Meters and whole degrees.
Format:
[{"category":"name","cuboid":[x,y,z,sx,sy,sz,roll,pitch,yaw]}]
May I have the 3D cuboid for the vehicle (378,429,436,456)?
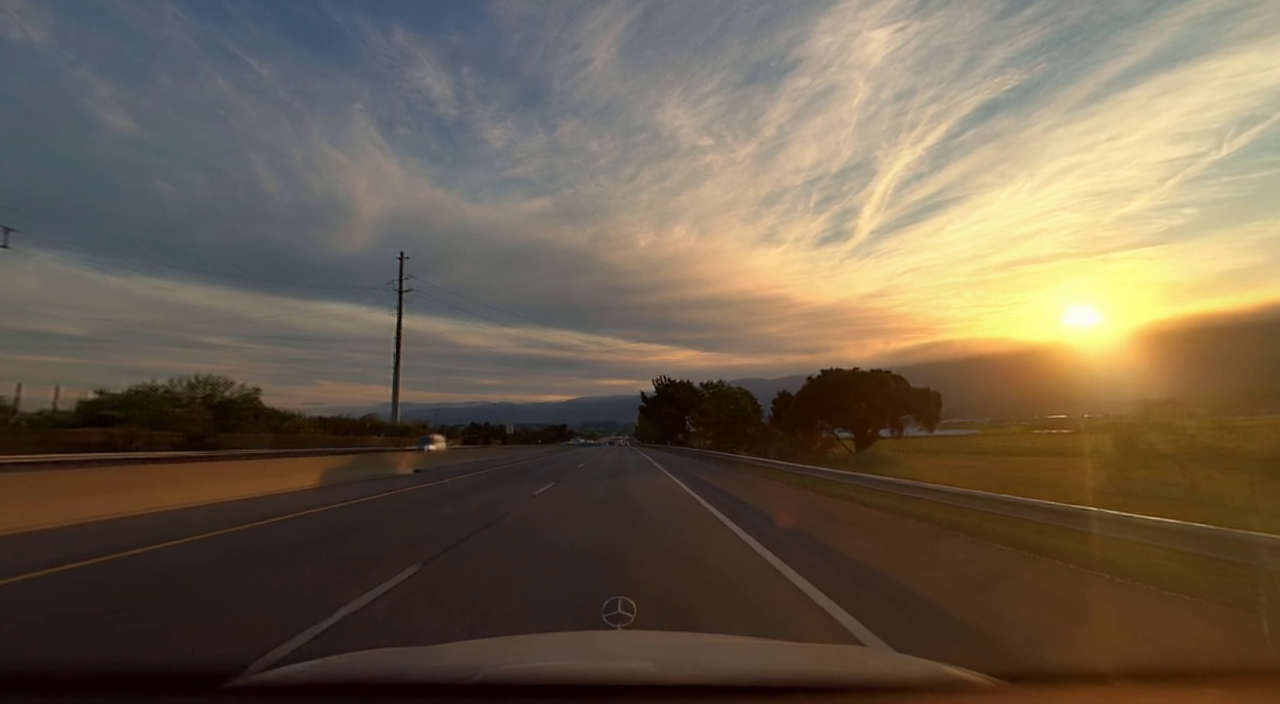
[{"category":"vehicle","cuboid":[-15.187,5.940,41.303,1.981,1.682,4.634,0,-8,0]}]
